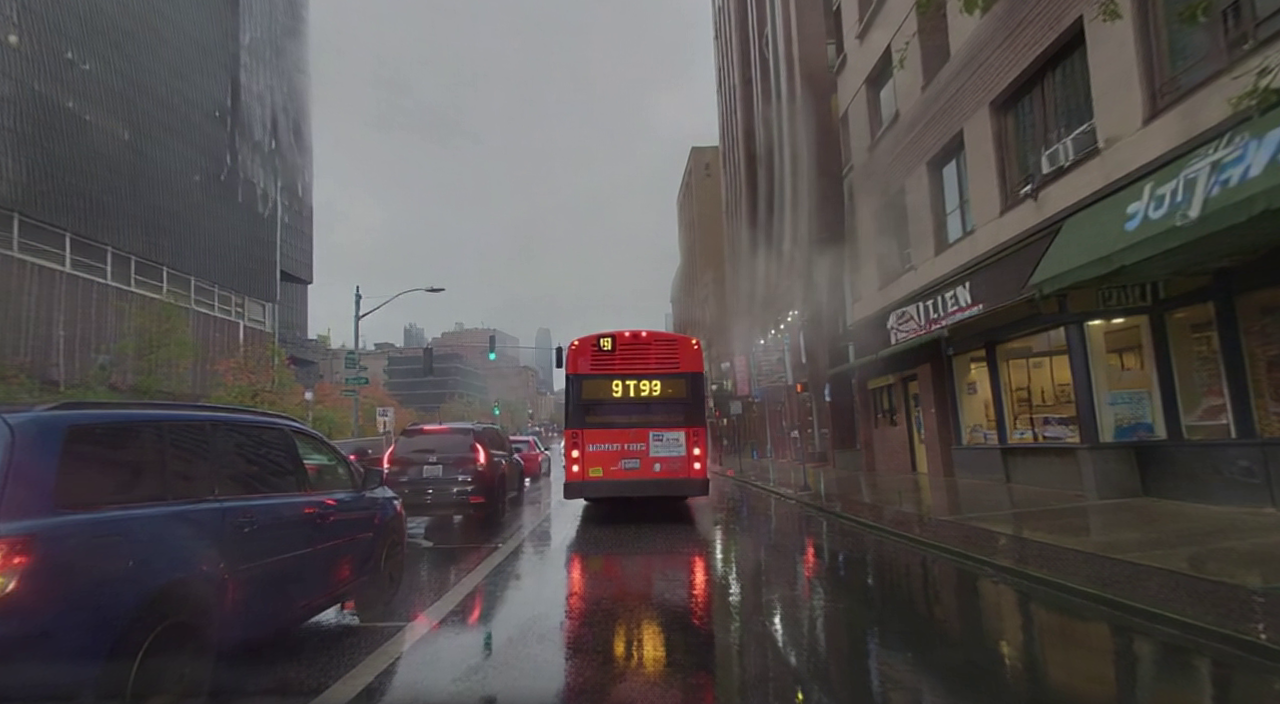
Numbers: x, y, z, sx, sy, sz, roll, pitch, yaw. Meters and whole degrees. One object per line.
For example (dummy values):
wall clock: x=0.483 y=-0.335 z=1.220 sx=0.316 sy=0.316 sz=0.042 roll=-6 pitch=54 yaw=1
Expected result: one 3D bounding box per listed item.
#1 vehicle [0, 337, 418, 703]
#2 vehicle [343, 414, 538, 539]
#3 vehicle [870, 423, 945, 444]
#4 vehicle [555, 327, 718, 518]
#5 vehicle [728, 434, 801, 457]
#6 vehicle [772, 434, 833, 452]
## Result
vehicle: x=-3.214 y=1.091 z=3.978 sx=2.020 sy=1.725 sz=4.384 roll=0 pitch=-8 yaw=0
vehicle: x=-3.344 y=2.198 z=11.770 sx=2.096 sy=1.828 sz=4.669 roll=0 pitch=-8 yaw=0
vehicle: x=19.958 y=6.106 z=47.202 sx=4.827 sy=1.555 sz=1.863 roll=1 pitch=-9 yaw=-6
vehicle: x=-0.294 y=1.991 z=16.525 sx=2.938 sy=3.468 sz=9.972 roll=0 pitch=-9 yaw=-3
vehicle: x=8.602 y=6.476 z=43.661 sx=4.774 sy=1.492 sz=1.802 roll=-2 pitch=-9 yaw=13
vehicle: x=11.954 y=6.733 z=46.669 sx=3.949 sy=1.337 sz=1.738 roll=1 pitch=-9 yaw=-4
